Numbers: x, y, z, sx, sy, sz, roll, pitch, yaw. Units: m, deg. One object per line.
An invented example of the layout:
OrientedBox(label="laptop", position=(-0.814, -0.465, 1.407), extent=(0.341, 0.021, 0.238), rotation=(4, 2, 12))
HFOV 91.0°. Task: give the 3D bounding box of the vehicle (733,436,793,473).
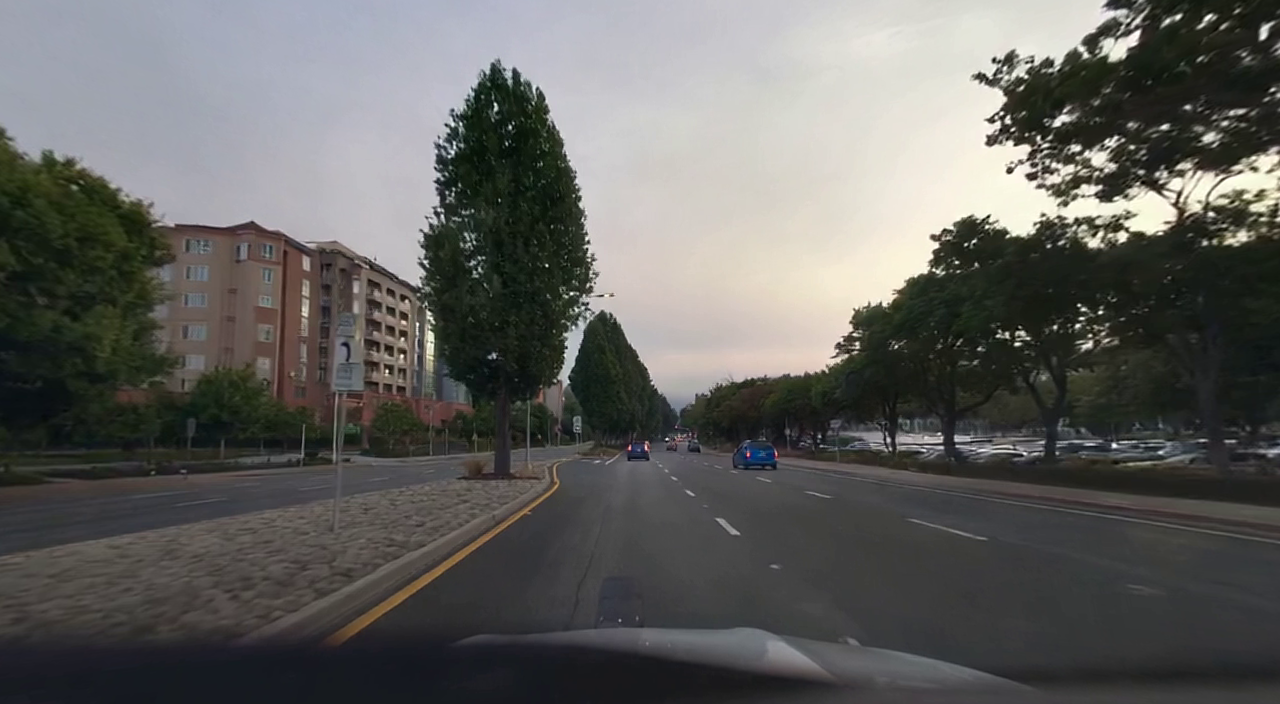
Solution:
OrientedBox(label="vehicle", position=(6.564, 5.542, 34.206), extent=(2.136, 1.799, 4.796), rotation=(0, -9, -2))

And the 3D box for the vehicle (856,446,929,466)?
OrientedBox(label="vehicle", position=(19.066, 7.884, 47.672), extent=(4.683, 1.462, 1.995), rotation=(0, -9, -1))
